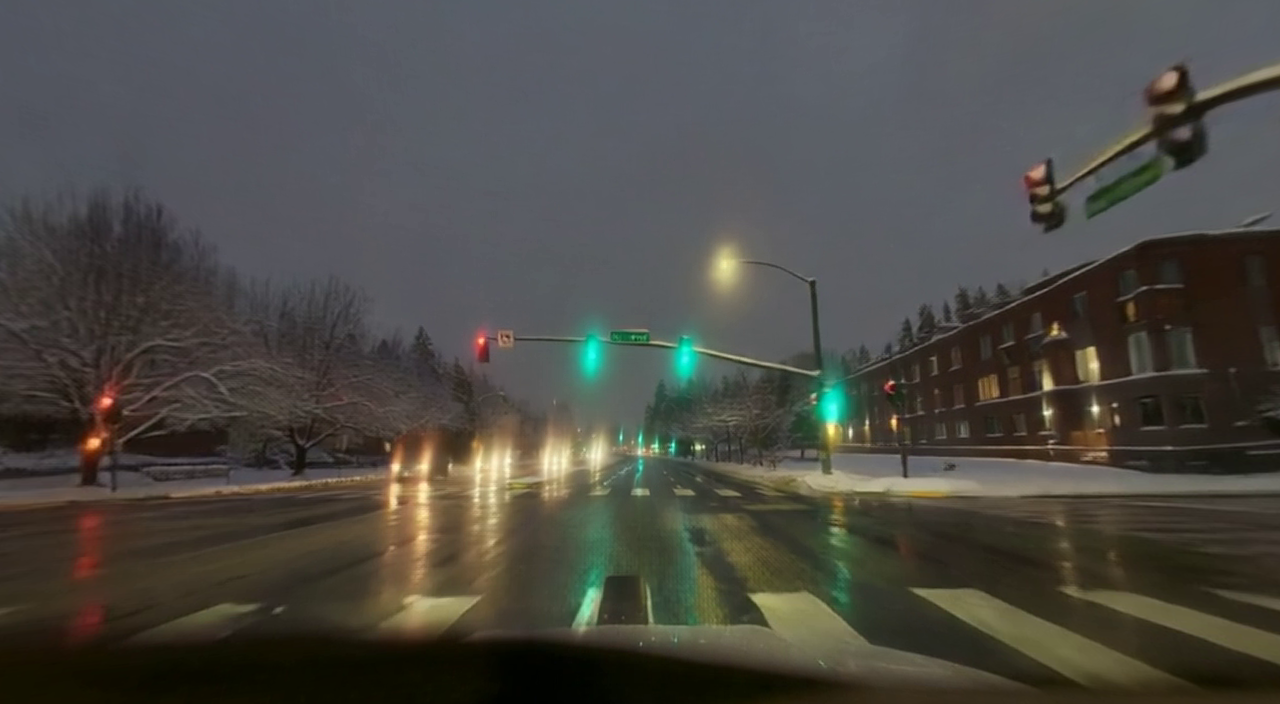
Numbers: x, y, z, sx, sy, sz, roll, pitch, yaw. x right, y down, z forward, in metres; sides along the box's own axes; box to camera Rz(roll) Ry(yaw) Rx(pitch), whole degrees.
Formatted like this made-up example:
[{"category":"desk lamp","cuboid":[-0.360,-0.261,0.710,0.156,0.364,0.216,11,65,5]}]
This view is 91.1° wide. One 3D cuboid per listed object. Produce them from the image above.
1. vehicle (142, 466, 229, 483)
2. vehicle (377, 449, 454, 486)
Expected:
[{"category":"vehicle","cuboid":[-30.548,8.239,42.254,4.611,1.021,1.473,1,-8,-4]},{"category":"vehicle","cuboid":[-11.528,5.936,32.640,2.069,1.673,4.853,-1,-8,1]}]
